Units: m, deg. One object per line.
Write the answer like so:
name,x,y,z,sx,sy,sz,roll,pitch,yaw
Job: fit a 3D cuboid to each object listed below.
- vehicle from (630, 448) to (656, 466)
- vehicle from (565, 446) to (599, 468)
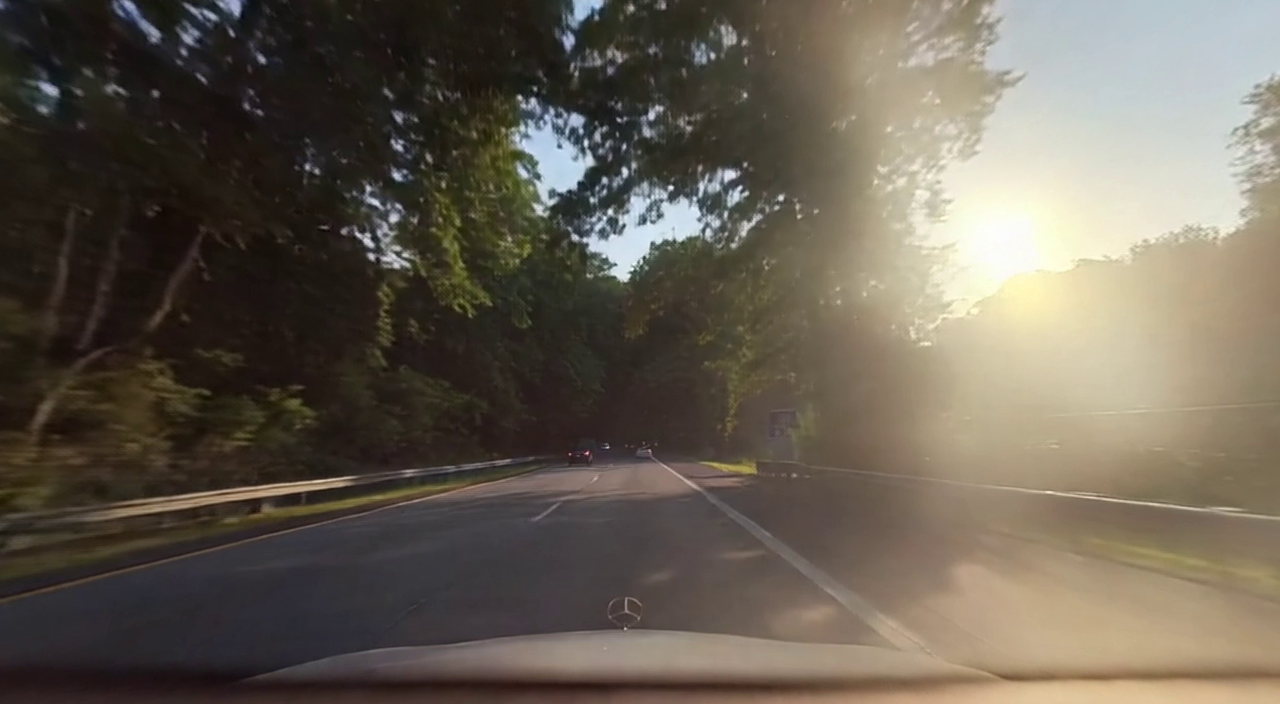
vehicle,0.206,8.265,49.684,1.989,1.402,3.831,0,-9,0
vehicle,-4.248,7.764,46.708,2.112,1.498,4.117,0,-9,0
